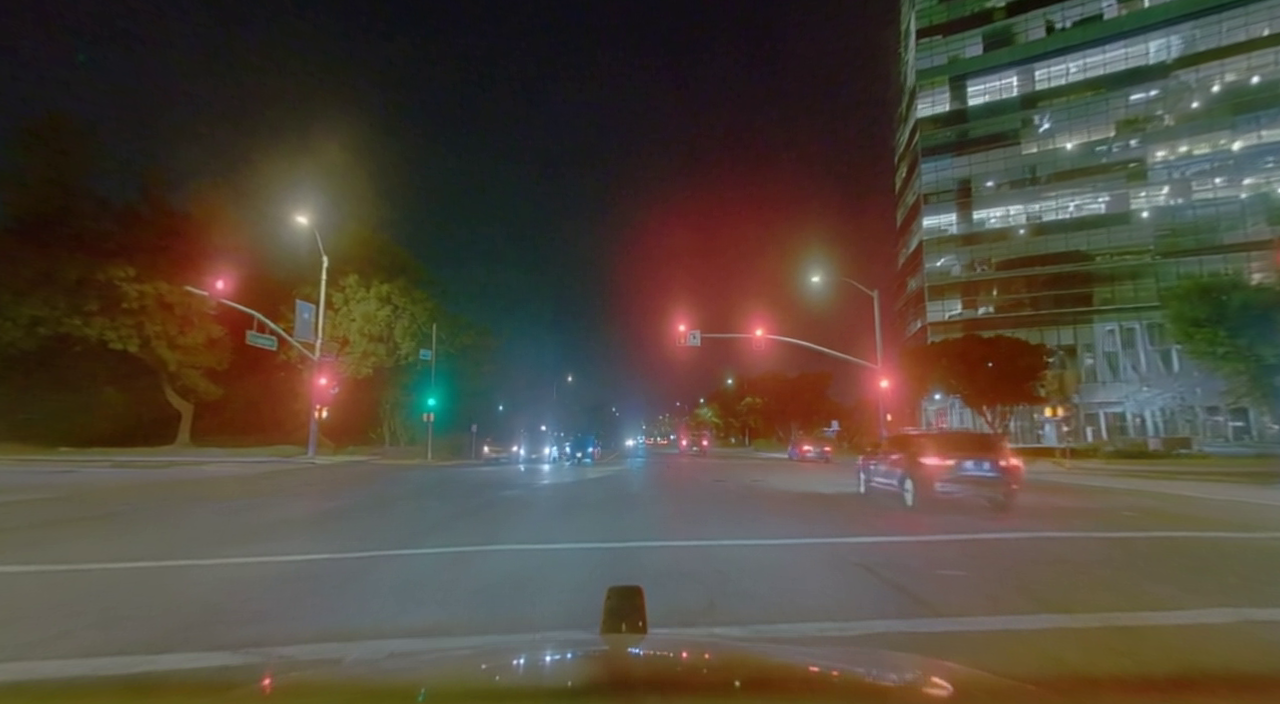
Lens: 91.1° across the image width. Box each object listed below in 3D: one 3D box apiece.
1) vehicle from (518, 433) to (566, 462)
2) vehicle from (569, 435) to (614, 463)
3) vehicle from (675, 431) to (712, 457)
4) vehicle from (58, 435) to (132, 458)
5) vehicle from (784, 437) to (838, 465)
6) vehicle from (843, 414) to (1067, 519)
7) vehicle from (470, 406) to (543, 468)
[{"bbox_3d":[-6.054,5.988,39.374,2.182,1.677,4.384,0,-8,1],"label":"vehicle"},{"bbox_3d":[-2.760,5.686,36.869,2.147,1.481,4.331,0,-8,2],"label":"vehicle"},{"bbox_3d":[3.858,6.702,45.829,2.203,1.801,4.331,0,-8,-1],"label":"vehicle"},{"bbox_3d":[-35.515,6.170,41.018,1.628,1.448,3.621,1,-9,-2],"label":"vehicle"},{"bbox_3d":[9.639,5.612,35.702,1.860,1.460,4.379,0,-8,0],"label":"vehicle"},{"bbox_3d":[6.030,2.266,12.926,2.098,1.723,4.881,0,-8,1],"label":"vehicle"},{"bbox_3d":[-9.195,5.803,44.311,3.191,3.314,7.914,-6,-2,0],"label":"vehicle"}]
